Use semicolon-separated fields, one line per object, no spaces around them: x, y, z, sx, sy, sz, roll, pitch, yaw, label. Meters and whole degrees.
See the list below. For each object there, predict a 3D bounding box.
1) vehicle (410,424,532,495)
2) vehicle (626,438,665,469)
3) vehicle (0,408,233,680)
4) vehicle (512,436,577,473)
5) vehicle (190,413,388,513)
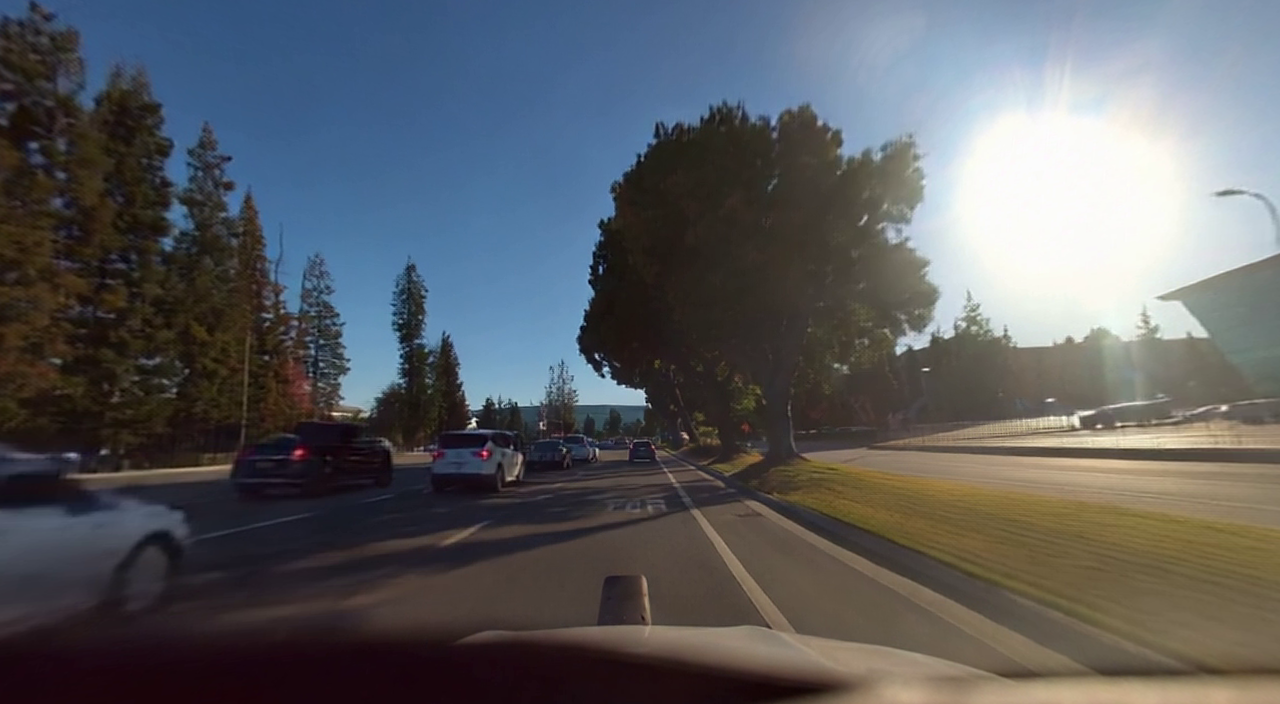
-4.505;2.947;17.635;2.042;1.713;4.493;-1;-8;2;vehicle
0.269;5.165;32.219;1.875;1.453;3.888;0;-8;0;vehicle
-4.561;1.048;3.381;2.068;1.480;4.039;0;-8;0;vehicle
-4.118;4.517;27.928;2.121;1.485;4.363;0;-8;1;vehicle
-7.995;2.519;14.978;2.062;1.820;4.577;-5;-7;1;vehicle
